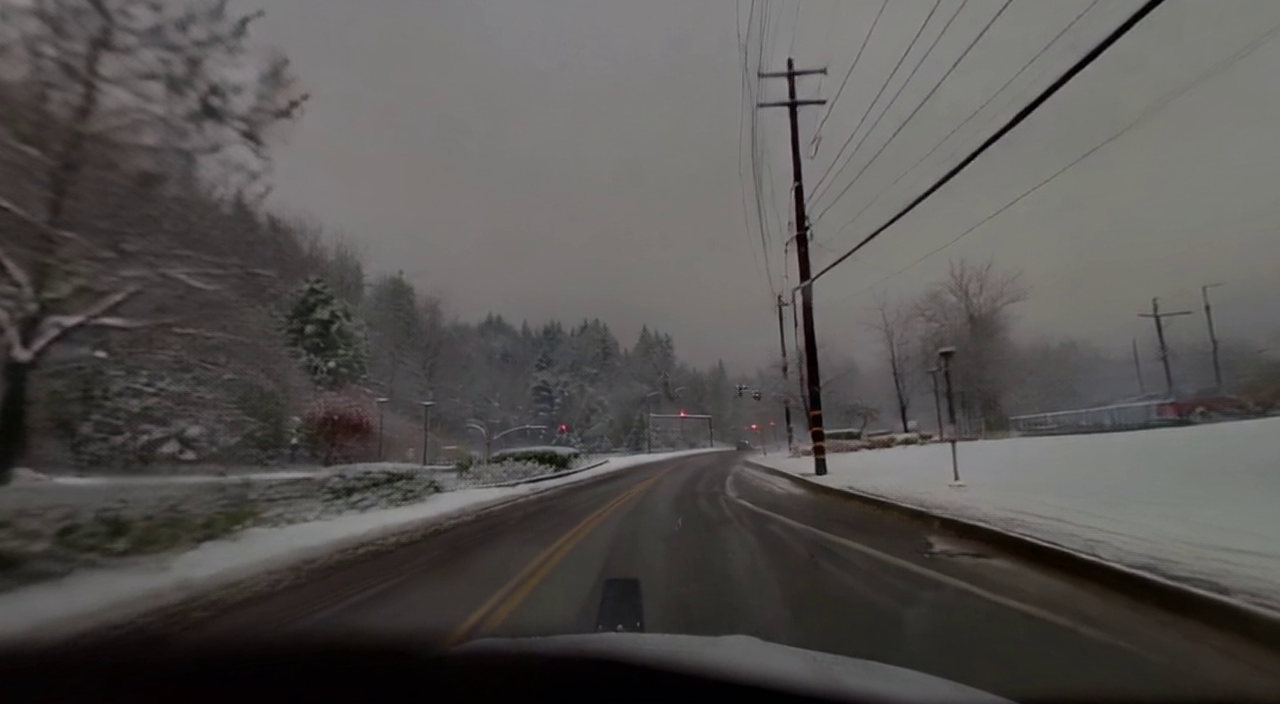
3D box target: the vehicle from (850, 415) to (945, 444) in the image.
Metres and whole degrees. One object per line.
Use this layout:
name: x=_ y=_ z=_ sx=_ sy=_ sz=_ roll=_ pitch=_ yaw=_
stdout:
vehicle: x=17.602 y=5.347 z=43.385 sx=5.745 sy=1.902 sz=2.244 roll=-2 pitch=-9 yaw=14
